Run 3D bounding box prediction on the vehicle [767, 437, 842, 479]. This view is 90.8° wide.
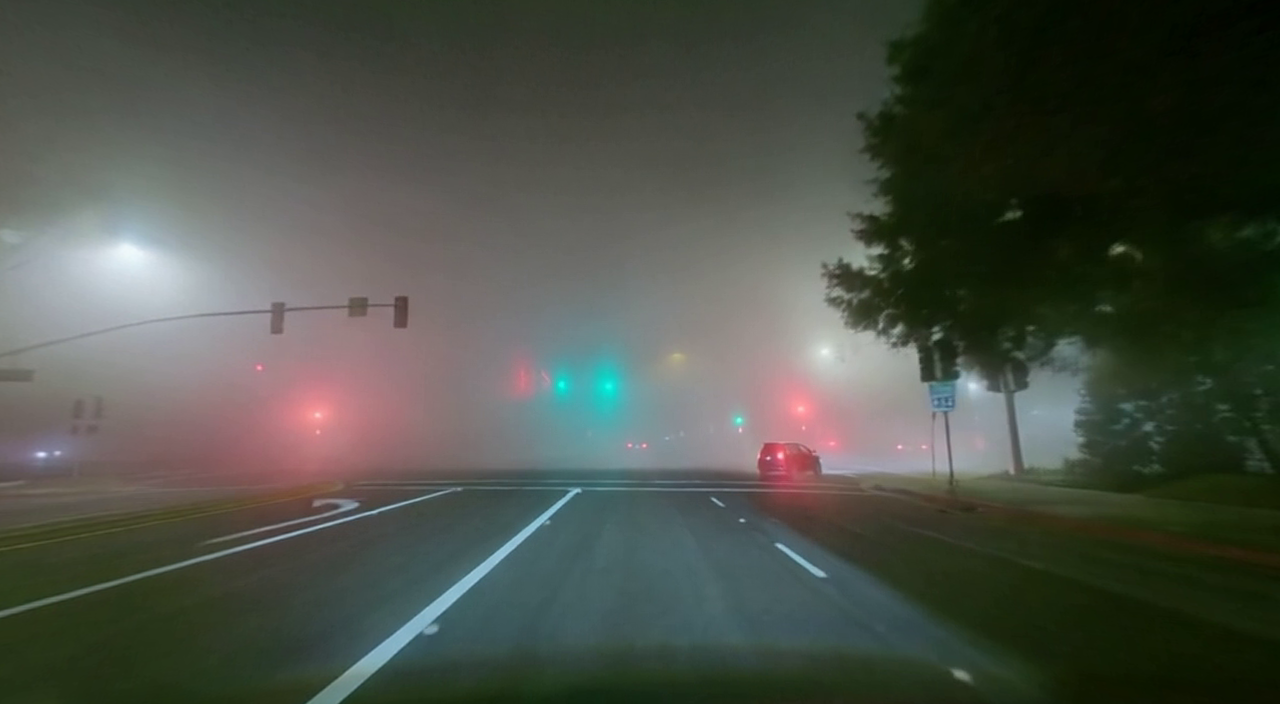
[{"bbox_3d":[7.384,4.744,28.018,2.289,1.503,4.595,0,-10,26],"label":"vehicle"}]
